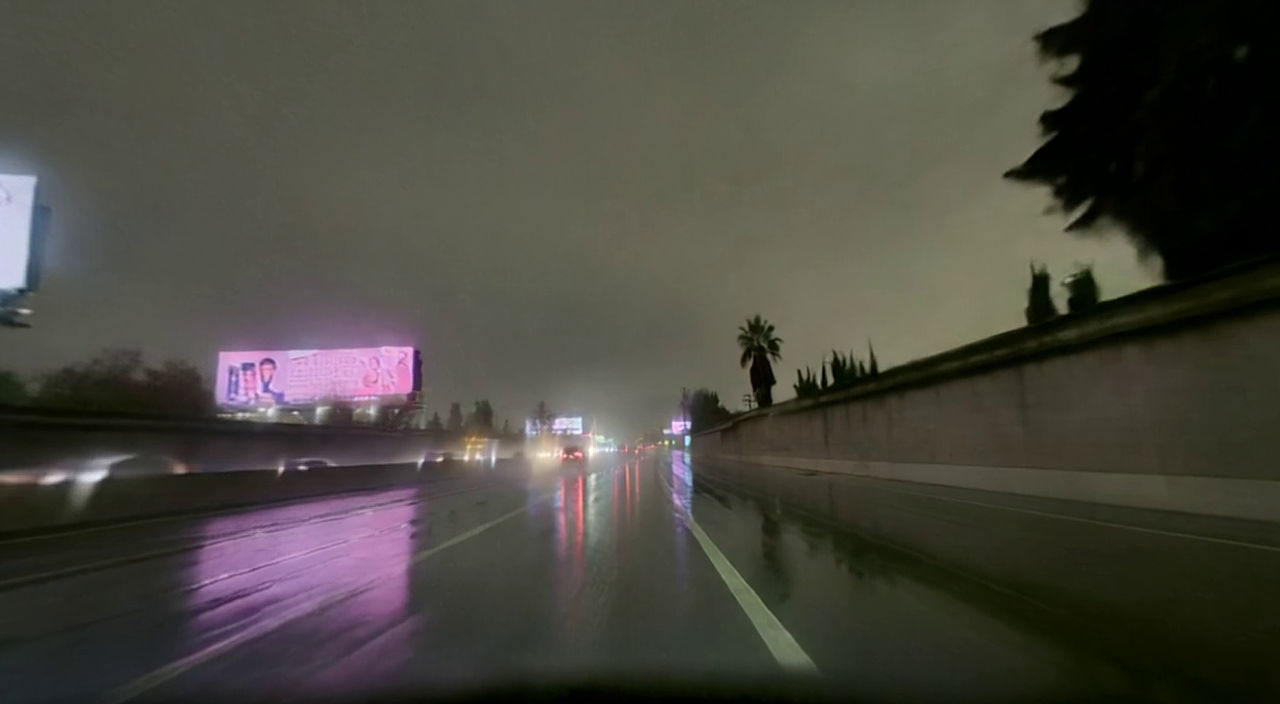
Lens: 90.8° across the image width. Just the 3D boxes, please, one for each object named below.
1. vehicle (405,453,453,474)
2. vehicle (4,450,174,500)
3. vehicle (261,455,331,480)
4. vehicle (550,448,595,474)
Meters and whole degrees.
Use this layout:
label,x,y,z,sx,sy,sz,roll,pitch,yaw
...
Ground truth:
label,x,y,z,sx,sy,sz,roll,pitch,yaw
vehicle,-14.993,7.914,45.058,2.001,1.437,3.855,0,-9,1
vehicle,-18.763,4.170,21.872,1.851,1.499,4.488,0,-9,0
vehicle,-21.783,7.313,40.181,1.812,1.450,4.503,0,-9,1
vehicle,-4.049,6.629,38.700,2.078,1.457,4.648,0,-9,2
